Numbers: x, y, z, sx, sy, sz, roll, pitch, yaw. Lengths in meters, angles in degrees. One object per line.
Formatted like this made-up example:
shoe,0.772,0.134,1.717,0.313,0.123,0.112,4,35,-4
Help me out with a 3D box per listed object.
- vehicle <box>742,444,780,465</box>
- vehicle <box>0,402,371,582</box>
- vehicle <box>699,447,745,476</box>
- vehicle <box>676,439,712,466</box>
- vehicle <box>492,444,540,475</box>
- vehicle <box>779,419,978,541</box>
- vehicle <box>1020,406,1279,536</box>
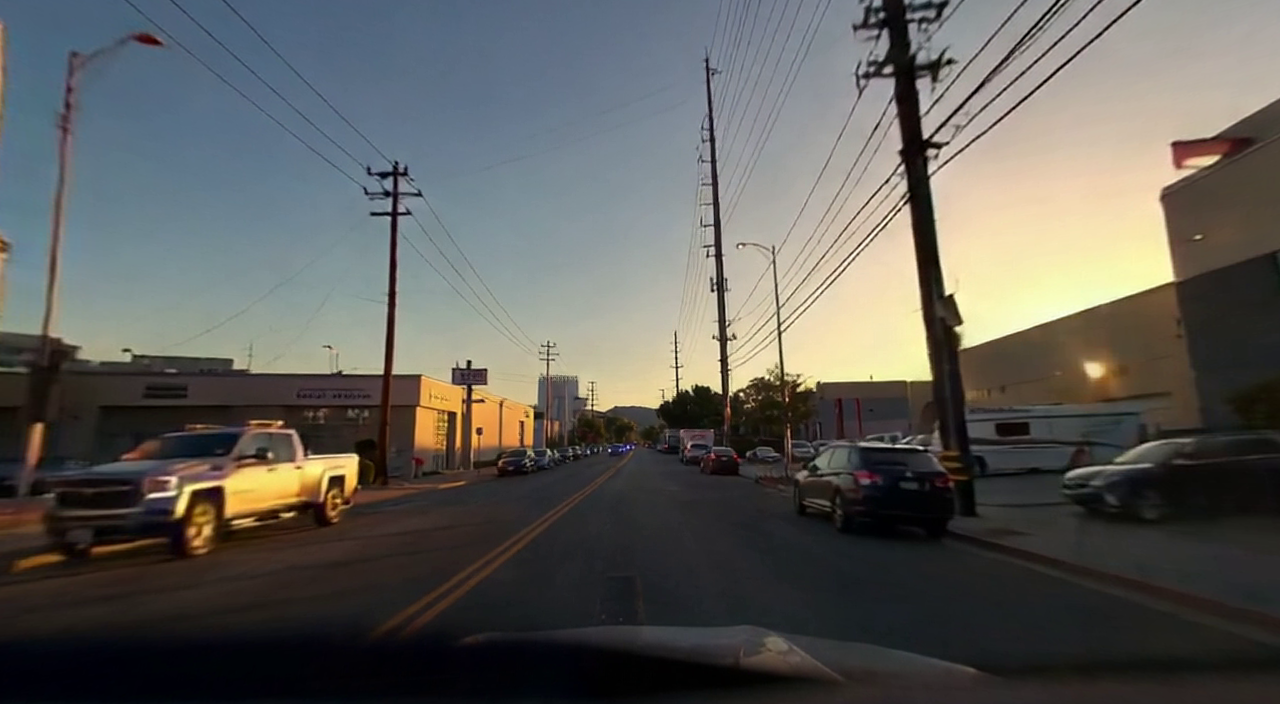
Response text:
vehicle,8.987,7.676,47.265,1.798,1.370,4.191,-2,-9,-3
vehicle,-7.567,2.221,11.291,2.692,2.152,6.686,-2,-8,-1
vehicle,4.442,5.954,34.750,1.919,1.453,4.425,0,-8,0
vehicle,4.082,7.728,48.777,2.218,1.956,5.916,0,-8,-1
vehicle,-7.595,6.632,39.189,2.194,1.775,4.482,0,-8,-1
vehicle,4.278,2.360,12.328,2.087,1.892,4.579,0,-8,0
vehicle,9.722,1.953,10.933,4.825,1.878,2.050,-3,-8,0
